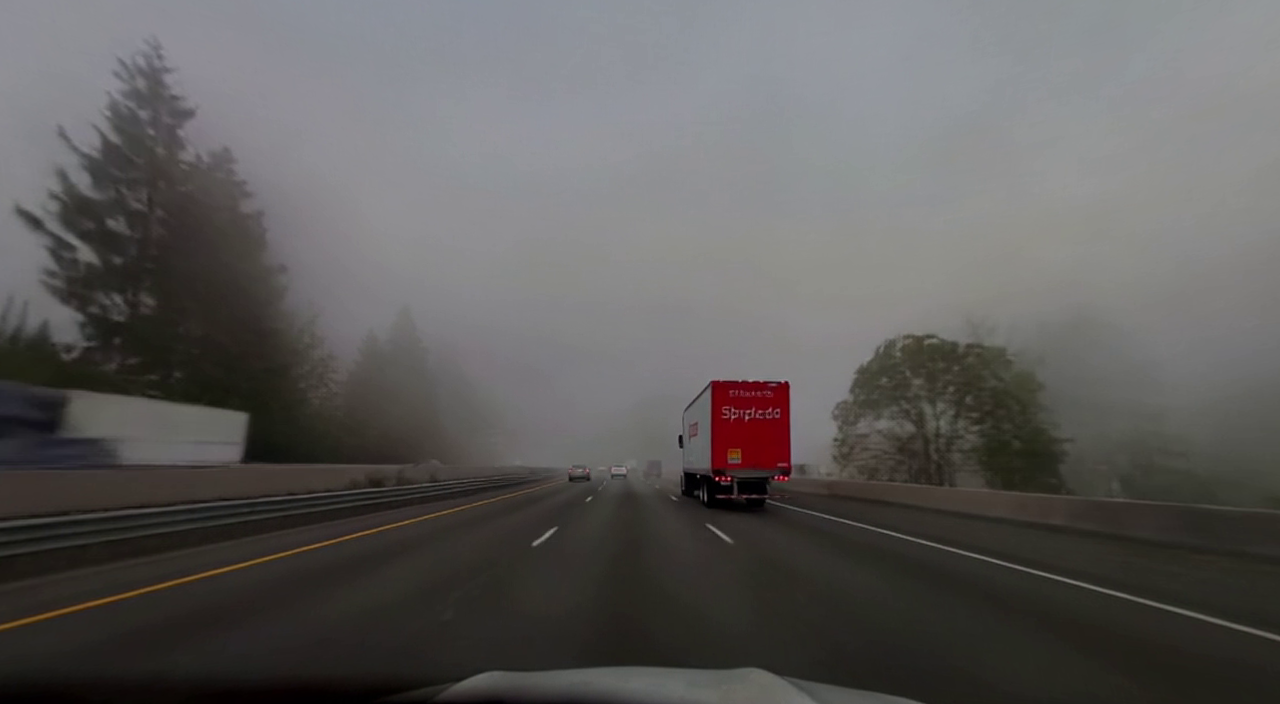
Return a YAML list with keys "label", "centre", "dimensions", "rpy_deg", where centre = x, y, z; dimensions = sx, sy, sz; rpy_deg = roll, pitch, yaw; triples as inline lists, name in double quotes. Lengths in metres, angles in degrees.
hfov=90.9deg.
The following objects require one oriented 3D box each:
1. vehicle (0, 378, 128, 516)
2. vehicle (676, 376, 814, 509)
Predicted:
- label: "vehicle"
  centre: [-12.685, 1.612, 10.837]
  dimensions: [2.371, 2.442, 6.351]
  rpy_deg: [1, -10, -1]
- label: "vehicle"
  centre: [3.833, 4.204, 27.603]
  dimensions: [2.992, 4.300, 13.967]
  rpy_deg: [1, -10, -3]
